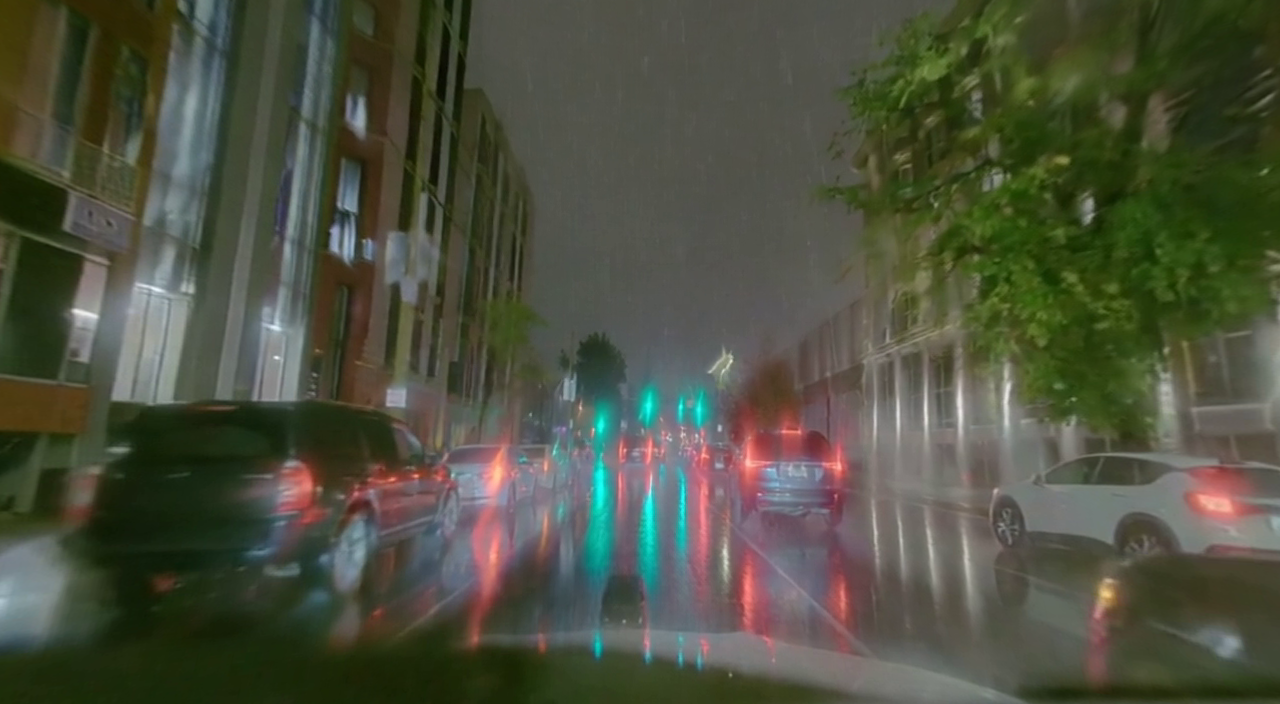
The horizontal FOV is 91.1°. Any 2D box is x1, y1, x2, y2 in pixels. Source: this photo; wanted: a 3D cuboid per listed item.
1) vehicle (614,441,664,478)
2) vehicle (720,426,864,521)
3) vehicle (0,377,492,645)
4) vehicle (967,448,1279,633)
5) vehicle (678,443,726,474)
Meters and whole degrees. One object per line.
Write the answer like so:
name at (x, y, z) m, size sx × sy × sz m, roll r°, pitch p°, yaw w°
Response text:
vehicle at (-0.036, 4.659, 27.513) m, size 2.007 × 1.460 × 3.923 m, roll 0°, pitch -8°, yaw 0°
vehicle at (3.076, 2.571, 13.855) m, size 2.002 × 1.707 × 4.547 m, roll 0°, pitch -8°, yaw 0°
vehicle at (-3.410, 1.484, 7.091) m, size 2.142 × 1.832 × 5.373 m, roll 0°, pitch -8°, yaw 0°
vehicle at (6.125, 2.030, 7.811) m, size 1.913 × 1.624 × 4.116 m, roll -1°, pitch -8°, yaw 1°
vehicle at (3.139, 5.478, 32.550) m, size 1.966 × 1.475 × 4.528 m, roll 0°, pitch -8°, yaw 0°
